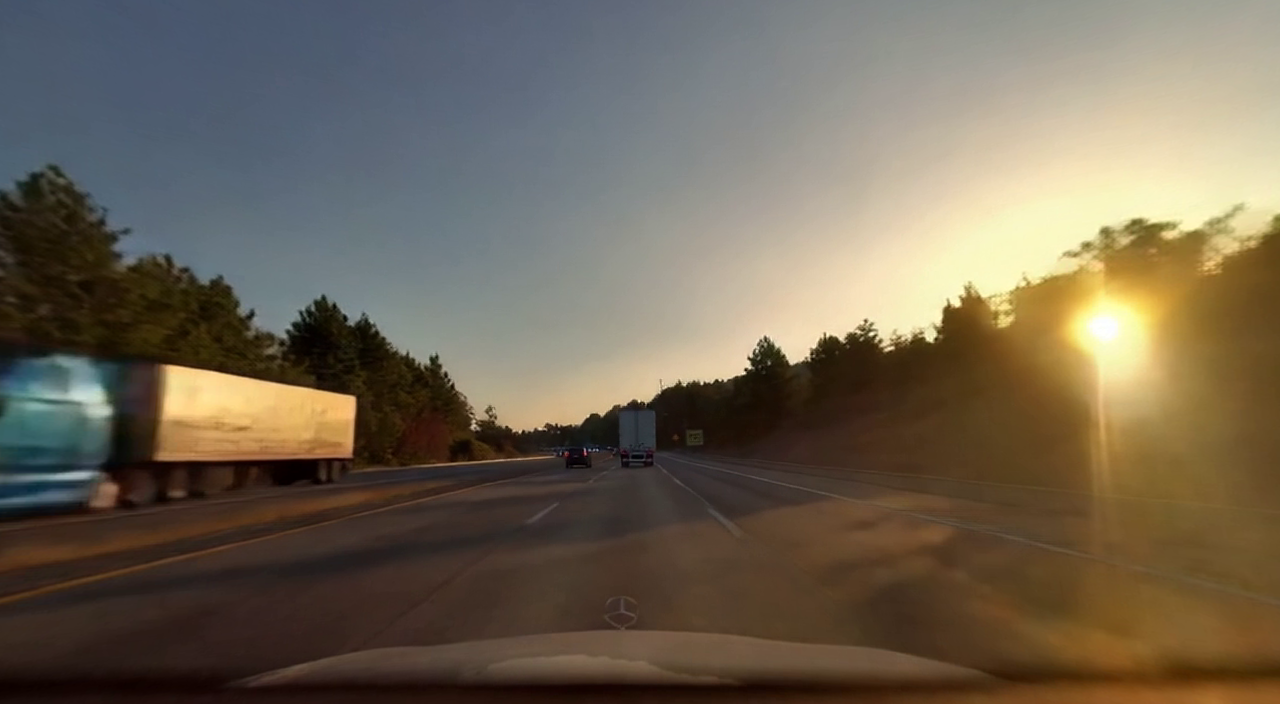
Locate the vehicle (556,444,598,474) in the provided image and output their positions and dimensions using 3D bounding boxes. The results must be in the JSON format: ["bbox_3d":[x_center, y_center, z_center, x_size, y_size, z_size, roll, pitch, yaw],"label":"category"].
[{"bbox_3d":[-3.700,6.346,37.429,2.112,1.645,4.129,0,-9,-1],"label":"vehicle"}]

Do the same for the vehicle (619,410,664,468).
[{"bbox_3d":[-0.004,6.933,49.429,3.100,4.091,10.664,0,-9,-1],"label":"vehicle"}]

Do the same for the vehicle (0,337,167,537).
[{"bbox_3d":[-14.874,1.984,14.313,2.966,4.134,6.321,0,-9,-1],"label":"vehicle"}]
